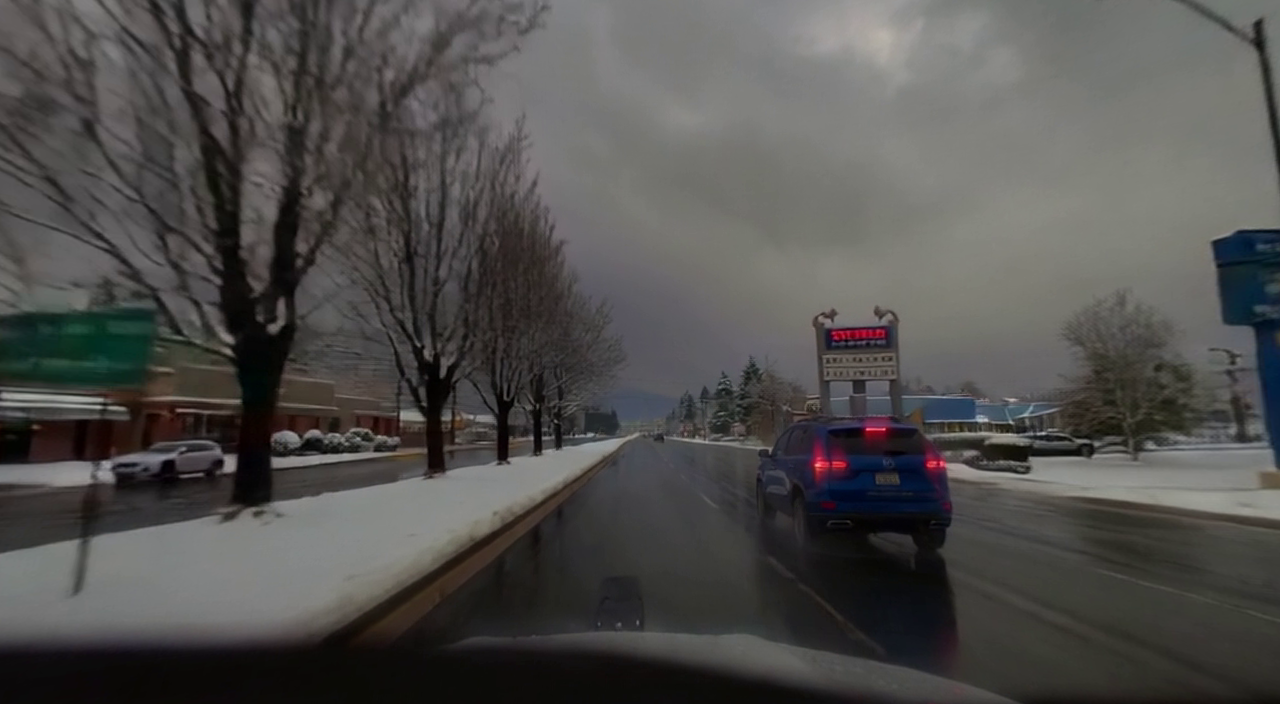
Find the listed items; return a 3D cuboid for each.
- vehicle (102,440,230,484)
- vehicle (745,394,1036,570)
[{"bbox_3d":[-19.378,4.487,26.142,1.988,1.634,4.301,0,-9,-1],"label":"vehicle"},{"bbox_3d":[2.951,1.674,8.832,2.130,1.790,4.615,0,-9,-1],"label":"vehicle"}]
